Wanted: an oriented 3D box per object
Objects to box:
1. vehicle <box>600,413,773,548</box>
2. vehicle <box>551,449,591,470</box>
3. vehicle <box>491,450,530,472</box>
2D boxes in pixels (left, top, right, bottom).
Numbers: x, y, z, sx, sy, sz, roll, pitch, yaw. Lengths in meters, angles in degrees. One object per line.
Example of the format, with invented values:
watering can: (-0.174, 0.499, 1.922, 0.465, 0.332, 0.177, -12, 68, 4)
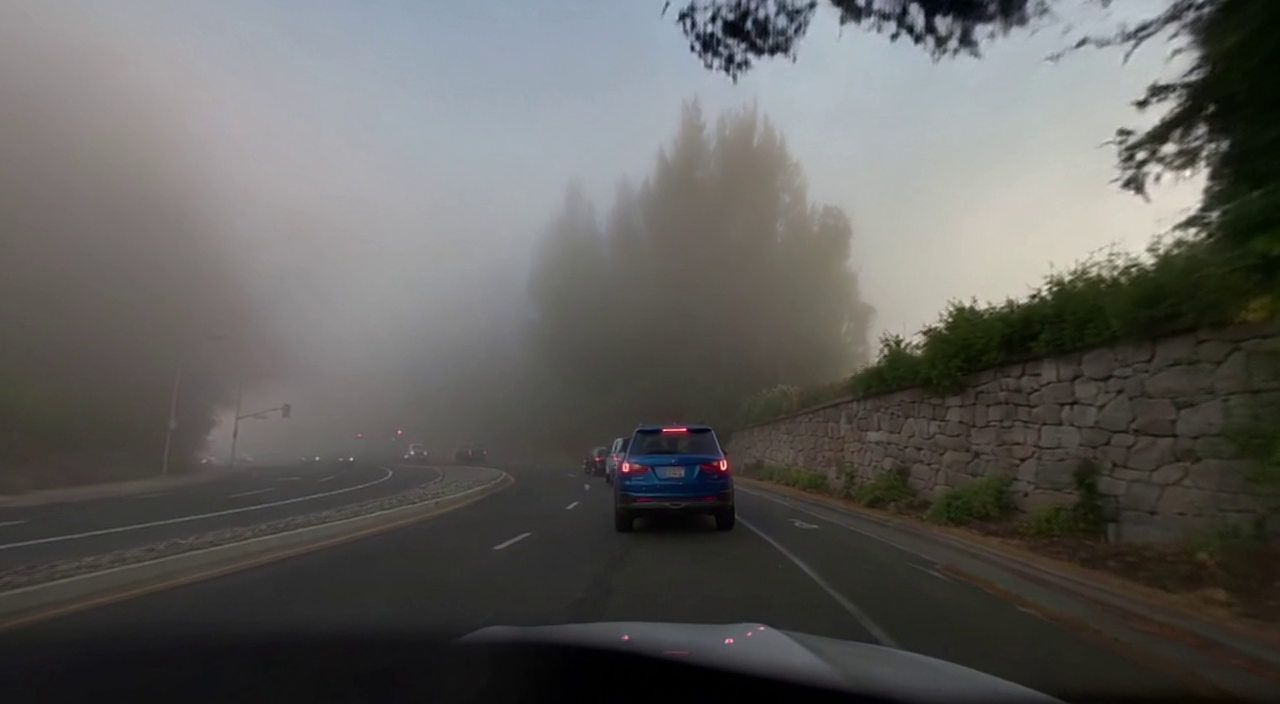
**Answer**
vehicle: (0.538, 2.027, 10.548, 2.287, 1.762, 4.269, 0, -9, -2)
vehicle: (-5.324, 8.136, 48.228, 1.932, 1.488, 4.578, 3, -9, -20)
vehicle: (-9.542, 7.899, 46.142, 2.023, 1.474, 4.286, 4, -9, -21)
